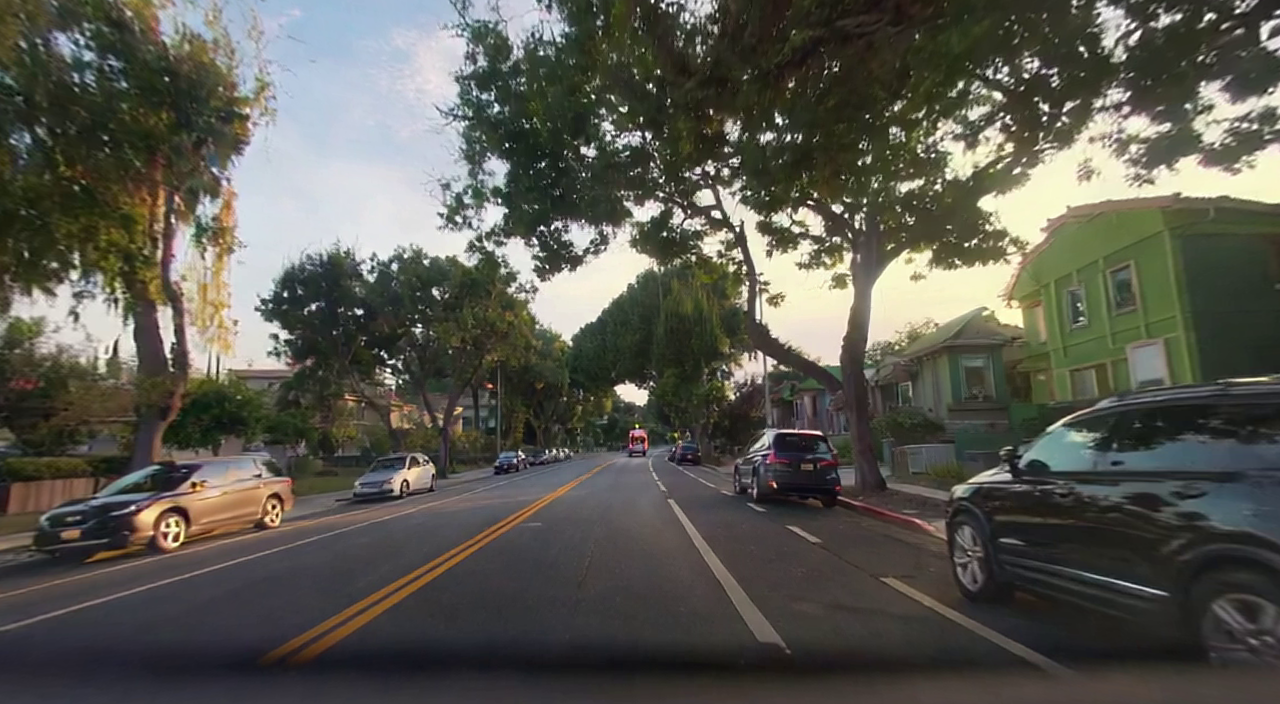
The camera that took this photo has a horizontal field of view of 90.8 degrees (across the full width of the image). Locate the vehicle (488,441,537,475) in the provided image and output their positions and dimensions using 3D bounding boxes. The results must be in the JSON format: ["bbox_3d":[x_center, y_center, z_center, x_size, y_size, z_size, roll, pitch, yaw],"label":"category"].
[{"bbox_3d":[-8.384,6.991,42.064,2.094,1.840,5.450,-7,-8,-3],"label":"vehicle"}]

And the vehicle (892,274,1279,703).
[{"bbox_3d":[3.690,0.882,3.046,2.556,2.050,6.021,2,-8,1],"label":"vehicle"}]

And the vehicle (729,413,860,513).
[{"bbox_3d":[3.637,2.673,15.792,2.131,1.995,4.626,3,-8,1],"label":"vehicle"}]

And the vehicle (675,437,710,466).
[{"bbox_3d":[3.811,7.356,46.804,2.060,1.833,4.927,4,-9,0],"label":"vehicle"}]

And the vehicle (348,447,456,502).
[{"bbox_3d":[-8.454,4.334,22.943,1.921,1.494,4.884,-6,-8,1],"label":"vehicle"}]

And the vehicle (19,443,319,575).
[{"bbox_3d":[-8.462,2.771,12.148,1.989,1.726,5.129,-7,-9,-2],"label":"vehicle"}]
